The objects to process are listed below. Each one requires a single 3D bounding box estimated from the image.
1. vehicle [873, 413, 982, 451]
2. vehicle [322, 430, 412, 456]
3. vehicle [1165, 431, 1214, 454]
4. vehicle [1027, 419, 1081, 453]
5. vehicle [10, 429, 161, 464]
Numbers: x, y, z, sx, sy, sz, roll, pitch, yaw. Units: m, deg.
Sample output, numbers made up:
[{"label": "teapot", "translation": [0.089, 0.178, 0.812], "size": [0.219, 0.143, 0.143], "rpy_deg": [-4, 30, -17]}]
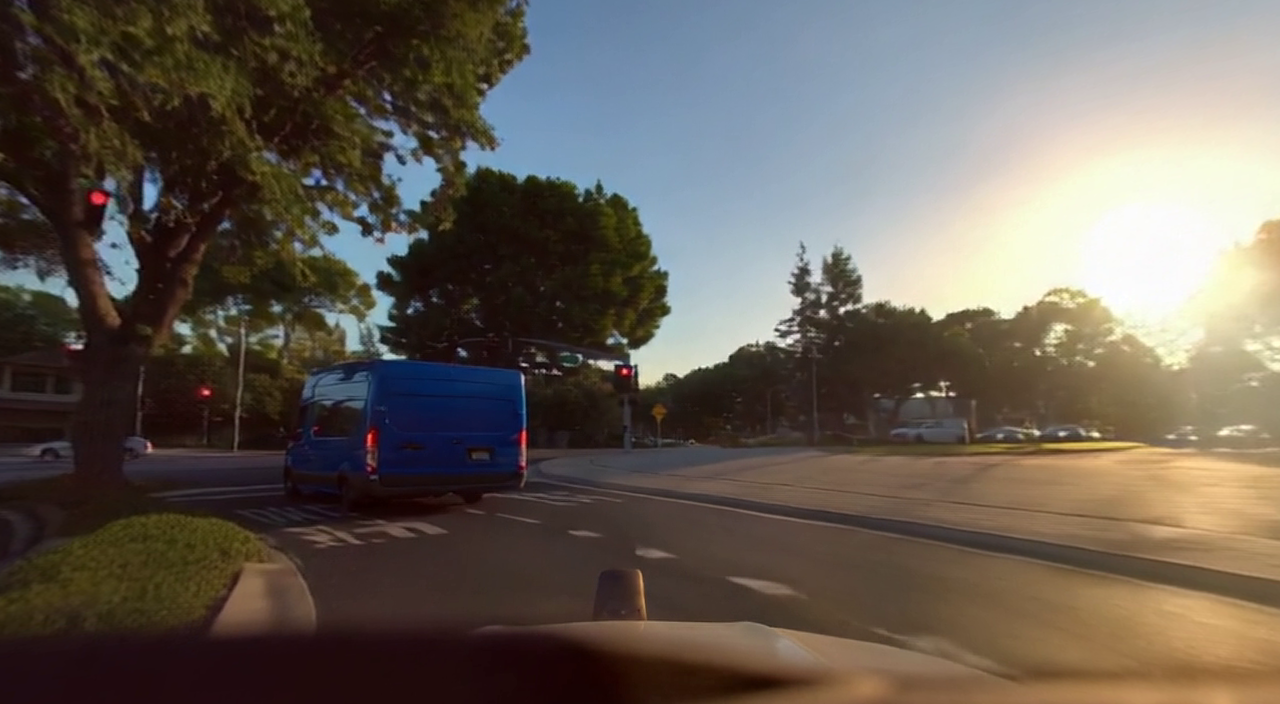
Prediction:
[{"label": "vehicle", "translation": [18.376, 5.172, 40.286], "size": [5.939, 2.249, 2.437], "rpy_deg": [-6, -10, 33]}, {"label": "vehicle", "translation": [-16.916, 5.668, 39.115], "size": [1.828, 1.462, 4.740], "rpy_deg": [-7, -11, 39]}, {"label": "vehicle", "translation": [34.663, 5.731, 39.716], "size": [1.844, 1.408, 4.212], "rpy_deg": [-6, -10, 35]}, {"label": "vehicle", "translation": [25.323, 5.185, 38.587], "size": [2.402, 1.920, 5.467], "rpy_deg": [-5, -10, 30]}, {"label": "vehicle", "translation": [-25.461, 4.365, 29.007], "size": [1.847, 1.461, 4.853], "rpy_deg": [-7, -11, 38]}]
